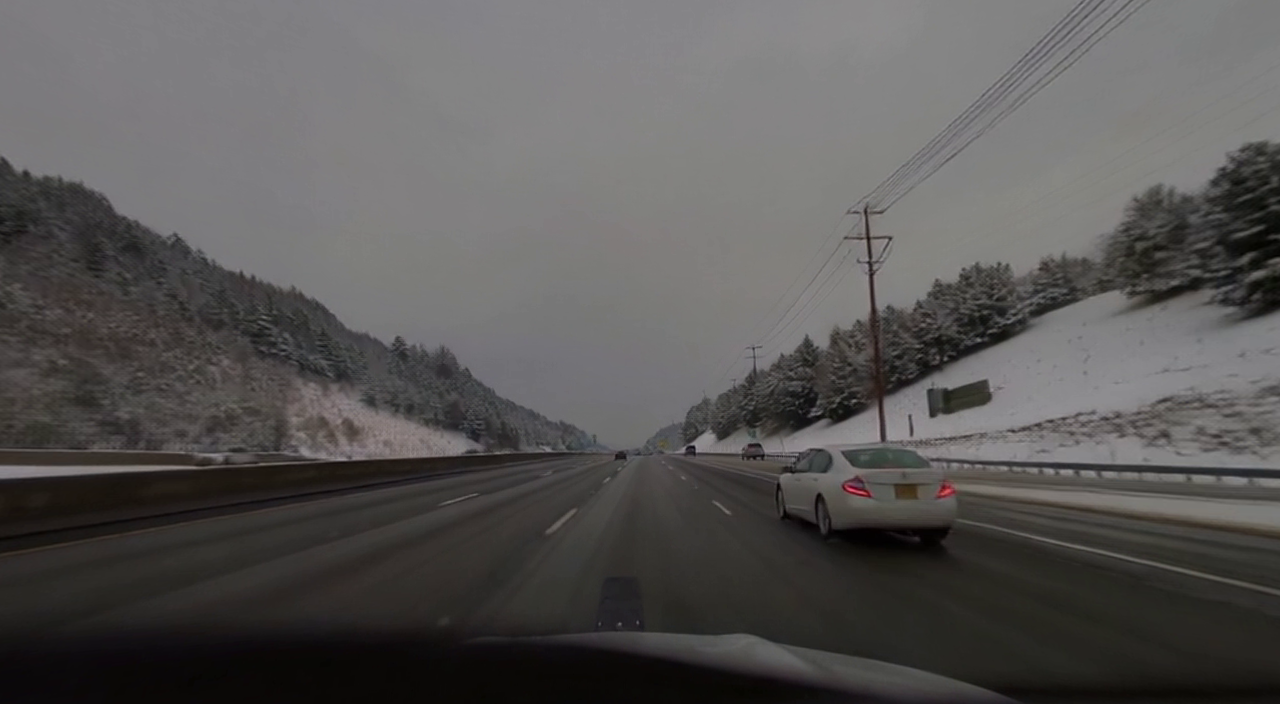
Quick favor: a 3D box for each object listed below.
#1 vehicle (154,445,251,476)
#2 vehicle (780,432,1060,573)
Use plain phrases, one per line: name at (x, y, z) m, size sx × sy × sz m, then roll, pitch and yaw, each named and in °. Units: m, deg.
vehicle at (-29.379, 7.261, 42.629) m, size 2.246 × 1.933 × 5.916 m, roll 0°, pitch -8°, yaw 1°
vehicle at (3.603, 2.006, 9.244) m, size 2.086 × 1.542 × 4.355 m, roll 0°, pitch -8°, yaw 0°
